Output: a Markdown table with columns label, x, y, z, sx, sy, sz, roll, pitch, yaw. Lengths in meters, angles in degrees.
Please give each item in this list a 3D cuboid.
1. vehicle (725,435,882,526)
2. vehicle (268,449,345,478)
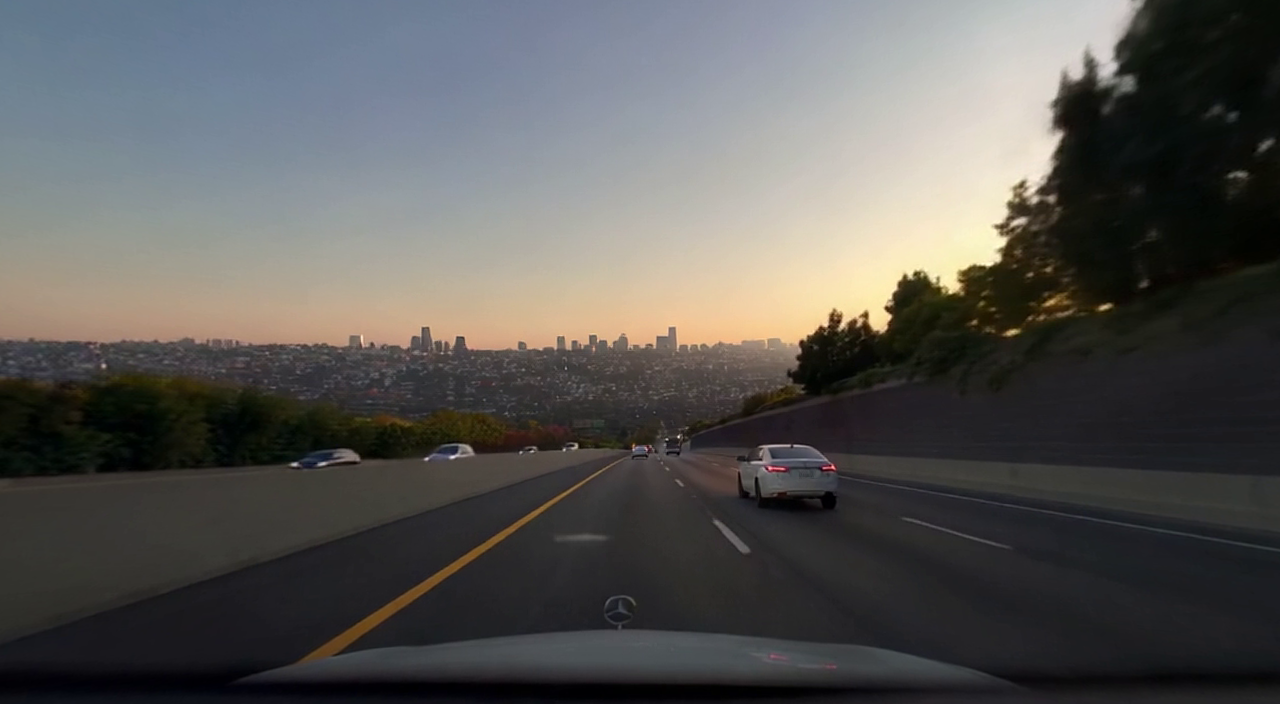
| label | x | y | z | sx | sy | sz | roll | pitch | yaw |
| --- | --- | --- | --- | --- | --- | --- | --- | --- | --- |
| vehicle | 3.113 | 2.548 | 13.170 | 1.982 | 1.533 | 4.612 | 0 | -9 | -1 |
| vehicle | -20.092 | 6.700 | 38.288 | 1.976 | 1.589 | 4.669 | 0 | -9 | 2 |
